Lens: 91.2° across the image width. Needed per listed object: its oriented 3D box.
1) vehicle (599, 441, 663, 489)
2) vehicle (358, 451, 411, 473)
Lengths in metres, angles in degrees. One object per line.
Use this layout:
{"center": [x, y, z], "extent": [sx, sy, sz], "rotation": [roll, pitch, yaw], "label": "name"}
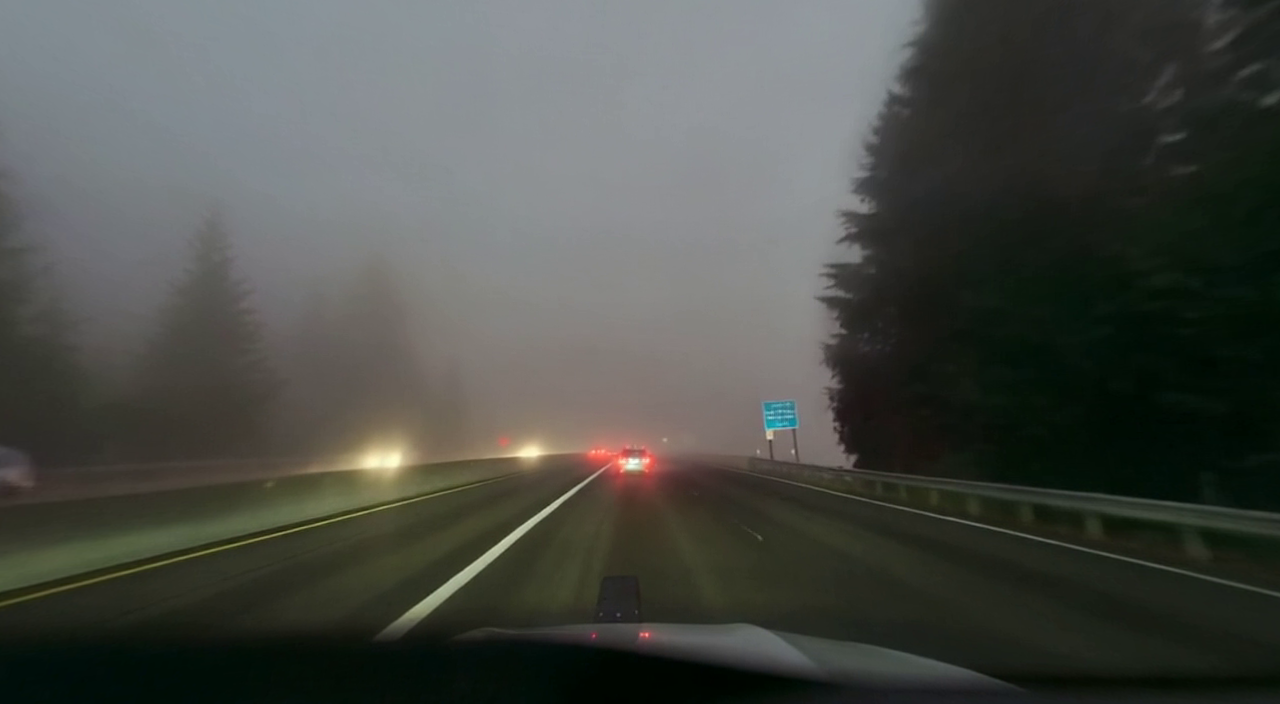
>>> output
{"center": [-0.318, 3.934, 22.105], "extent": [2.066, 1.490, 3.759], "rotation": [-1, -9, -1], "label": "vehicle"}
{"center": [-17.959, 7.716, 44.262], "extent": [1.842, 1.451, 4.524], "rotation": [-1, -9, 0], "label": "vehicle"}
